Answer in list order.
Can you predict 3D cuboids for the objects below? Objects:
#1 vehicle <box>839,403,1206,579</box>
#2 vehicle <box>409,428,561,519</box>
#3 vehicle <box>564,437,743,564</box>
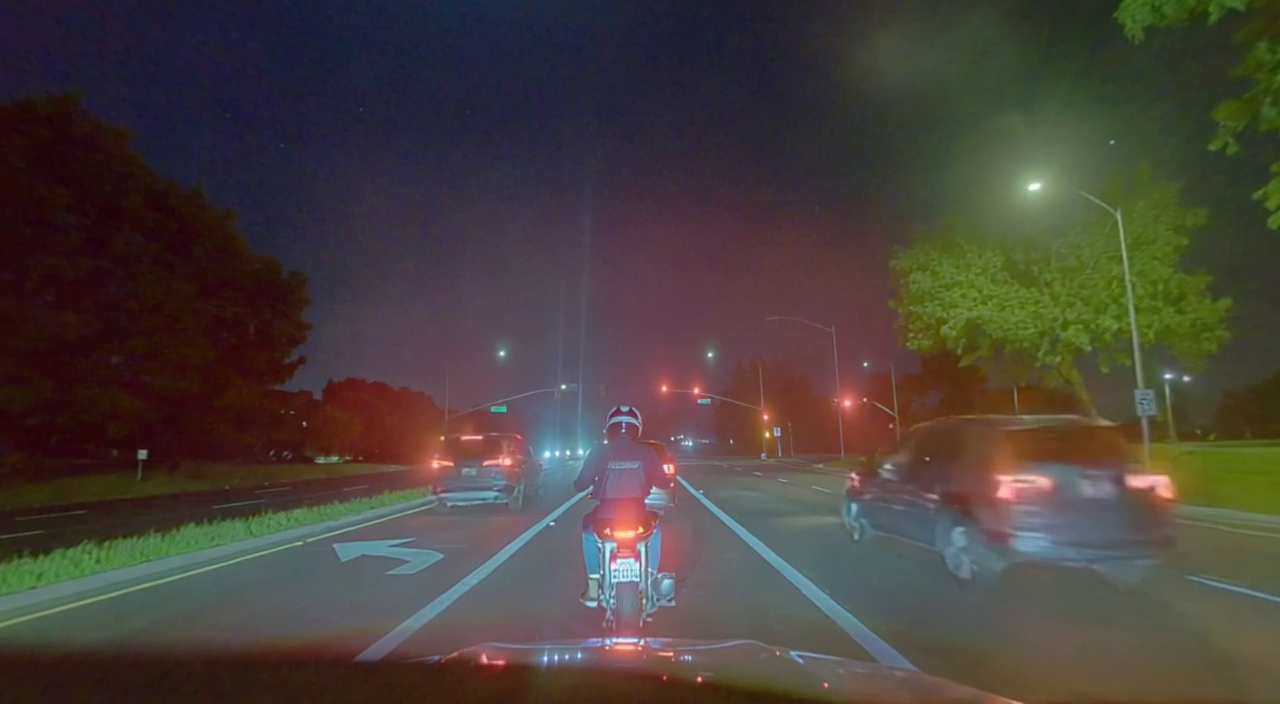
[{"bbox_3d":[4.334,1.631,8.207,2.075,1.661,4.229,0,-8,0],"label":"vehicle"},{"bbox_3d":[-3.195,2.622,14.250,2.056,1.647,5.045,-1,-8,1],"label":"vehicle"},{"bbox_3d":[0.126,2.059,9.651,2.093,1.450,4.437,0,-8,-1],"label":"vehicle"}]
